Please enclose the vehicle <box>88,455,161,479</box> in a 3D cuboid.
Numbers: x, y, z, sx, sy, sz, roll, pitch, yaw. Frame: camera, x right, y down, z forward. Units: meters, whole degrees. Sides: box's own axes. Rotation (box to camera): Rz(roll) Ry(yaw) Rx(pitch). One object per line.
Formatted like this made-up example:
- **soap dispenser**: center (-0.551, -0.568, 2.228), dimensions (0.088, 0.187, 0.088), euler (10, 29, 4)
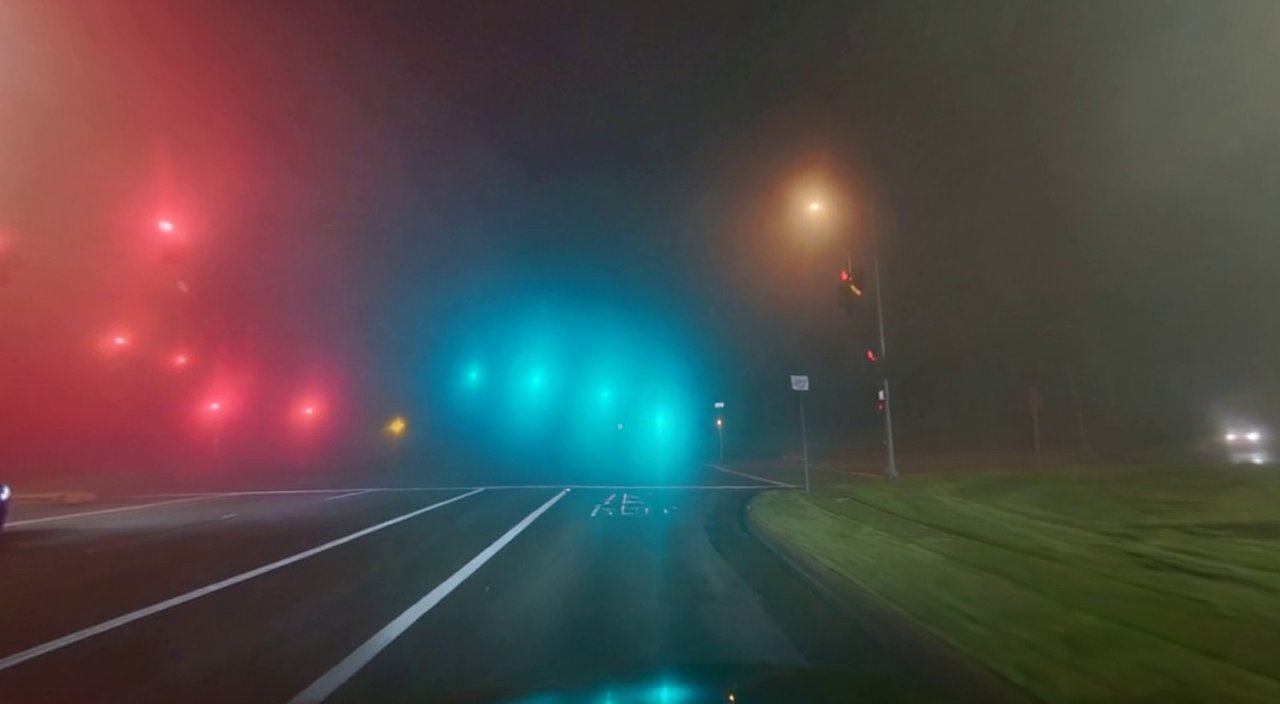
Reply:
- **vehicle**: center (-36.883, 8.233, 45.156), dimensions (3.748, 1.389, 1.656), euler (-2, -6, -2)
